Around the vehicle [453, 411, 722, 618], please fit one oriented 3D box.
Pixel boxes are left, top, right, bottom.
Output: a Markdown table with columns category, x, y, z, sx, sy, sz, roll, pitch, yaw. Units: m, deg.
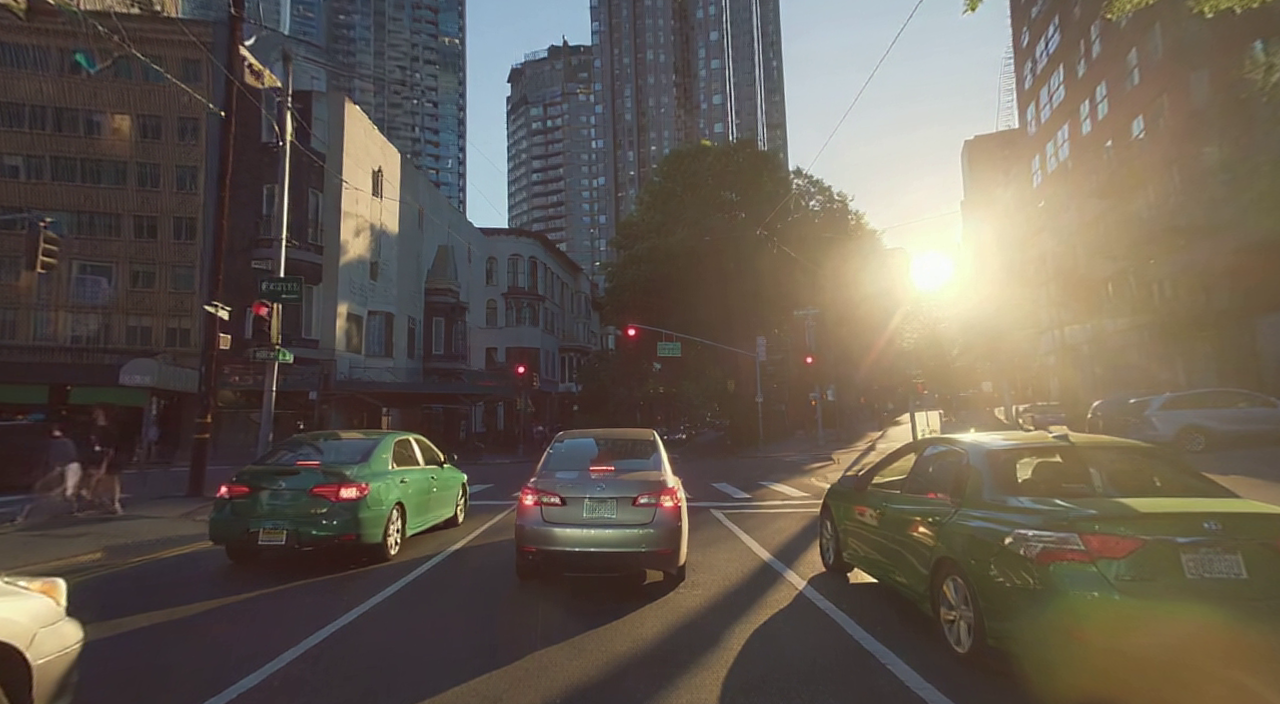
| category | x | y | z | sx | sy | sz | roll | pitch | yaw |
| --- | --- | --- | --- | --- | --- | --- | --- | --- | --- |
| vehicle | -0.409 | 1.502 | 6.733 | 1.999 | 1.520 | 3.896 | 0 | -8 | -1 |

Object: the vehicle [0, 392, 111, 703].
| category | x | y | z | sx | sy | sz | roll | pitch | yaw |
| --- | --- | --- | --- | --- | --- | --- | --- | --- | --- |
| vehicle | -3.907 | 0.704 | 1.173 | 1.995 | 1.524 | 4.438 | 0 | -8 | 0 |

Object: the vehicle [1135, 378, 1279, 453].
| category | x | y | z | sx | sy | sz | roll | pitch | yaw |
| --- | --- | --- | --- | --- | --- | --- | --- | --- | --- |
| vehicle | 21.623 | 2.361 | 22.890 | 5.863 | 2.493 | 2.354 | 2 | -9 | -12 |

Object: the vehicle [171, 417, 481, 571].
| category | x | y | z | sx | sy | sz | roll | pitch | yaw |
| --- | --- | --- | --- | --- | --- | --- | --- | --- | --- |
| vehicle | -3.689 | 1.742 | 8.514 | 1.934 | 1.522 | 4.287 | 0 | -8 | 0 |
